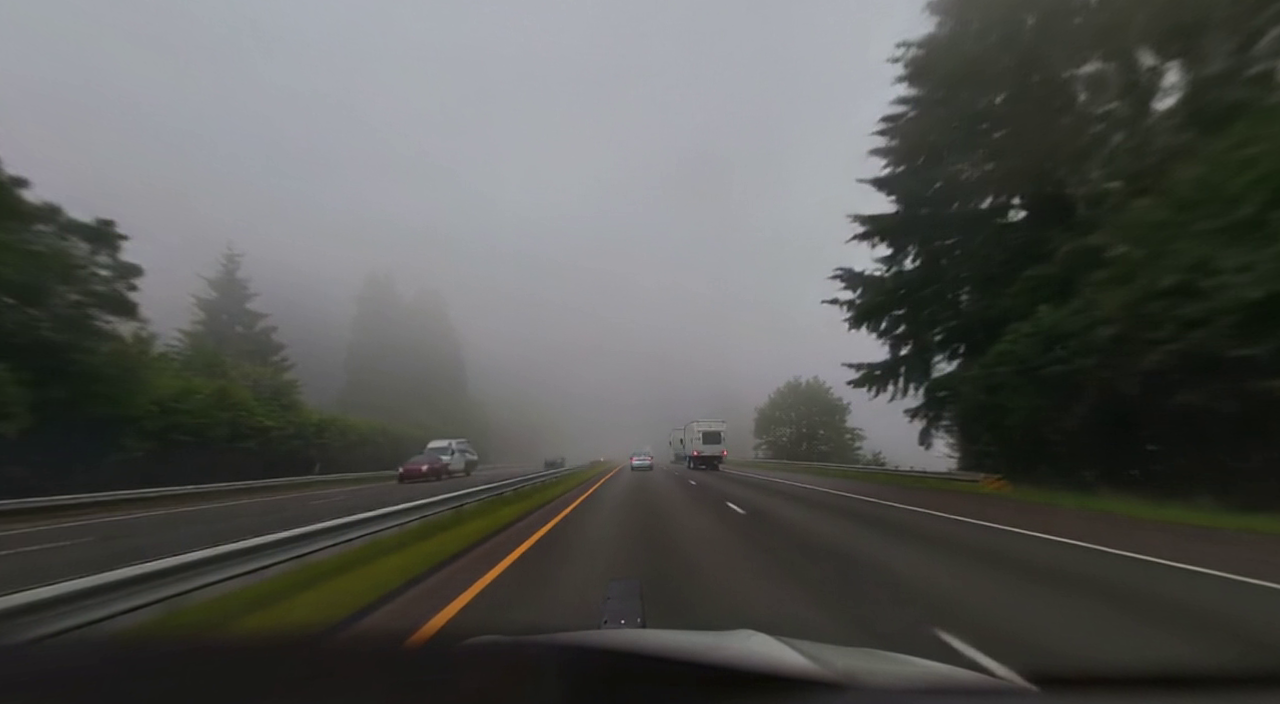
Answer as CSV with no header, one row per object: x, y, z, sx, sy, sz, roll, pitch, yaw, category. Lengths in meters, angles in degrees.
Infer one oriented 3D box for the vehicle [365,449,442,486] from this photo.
-12.413,6.061,33.436,2.232,1.817,4.723,0,-9,0,vehicle

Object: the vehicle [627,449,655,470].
0.057,7.569,44.521,1.926,1.386,3.615,0,-9,0,vehicle

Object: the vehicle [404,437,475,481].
-12.428,6.662,39.519,2.485,2.534,5.320,0,-9,2,vehicle
